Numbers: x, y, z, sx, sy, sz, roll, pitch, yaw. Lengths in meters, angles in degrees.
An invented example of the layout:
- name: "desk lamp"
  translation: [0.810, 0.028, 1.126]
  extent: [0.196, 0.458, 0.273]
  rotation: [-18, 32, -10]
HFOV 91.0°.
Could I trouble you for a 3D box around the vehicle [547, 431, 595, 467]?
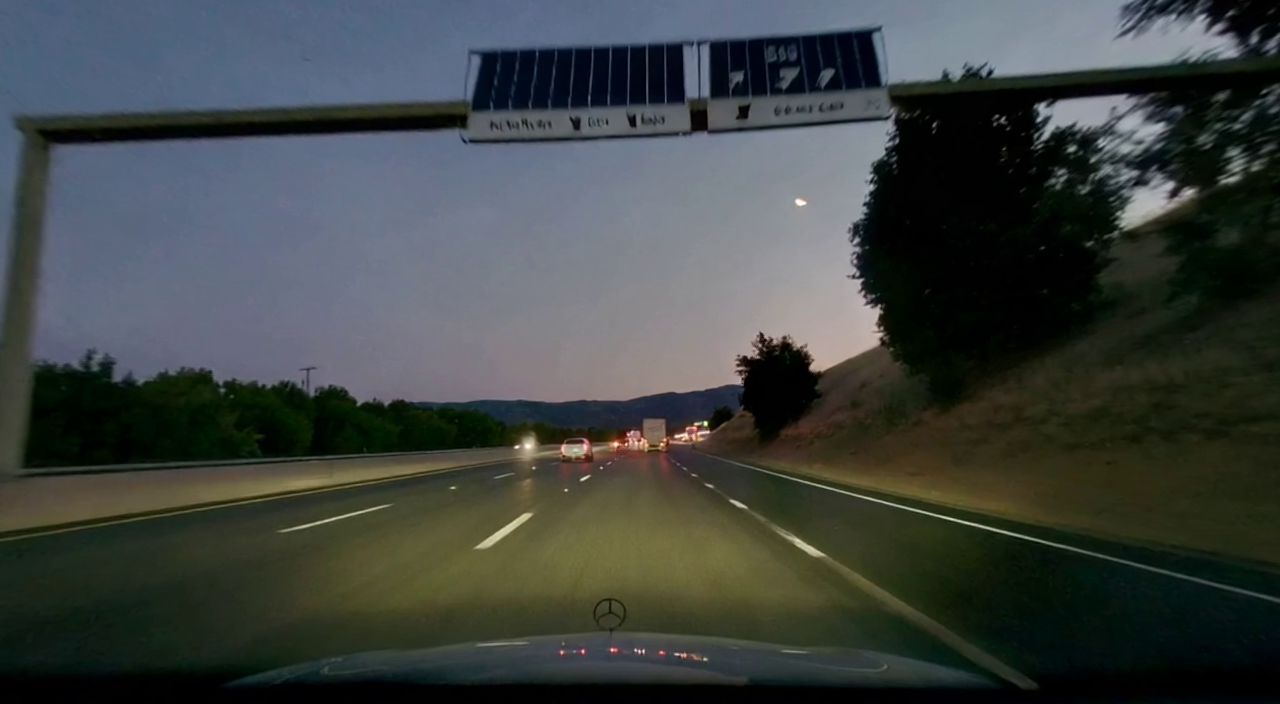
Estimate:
- name: "vehicle"
  translation: [-3.950, 5.639, 36.857]
  extent: [2.130, 1.935, 4.817]
  rotation: [-1, -8, 1]
